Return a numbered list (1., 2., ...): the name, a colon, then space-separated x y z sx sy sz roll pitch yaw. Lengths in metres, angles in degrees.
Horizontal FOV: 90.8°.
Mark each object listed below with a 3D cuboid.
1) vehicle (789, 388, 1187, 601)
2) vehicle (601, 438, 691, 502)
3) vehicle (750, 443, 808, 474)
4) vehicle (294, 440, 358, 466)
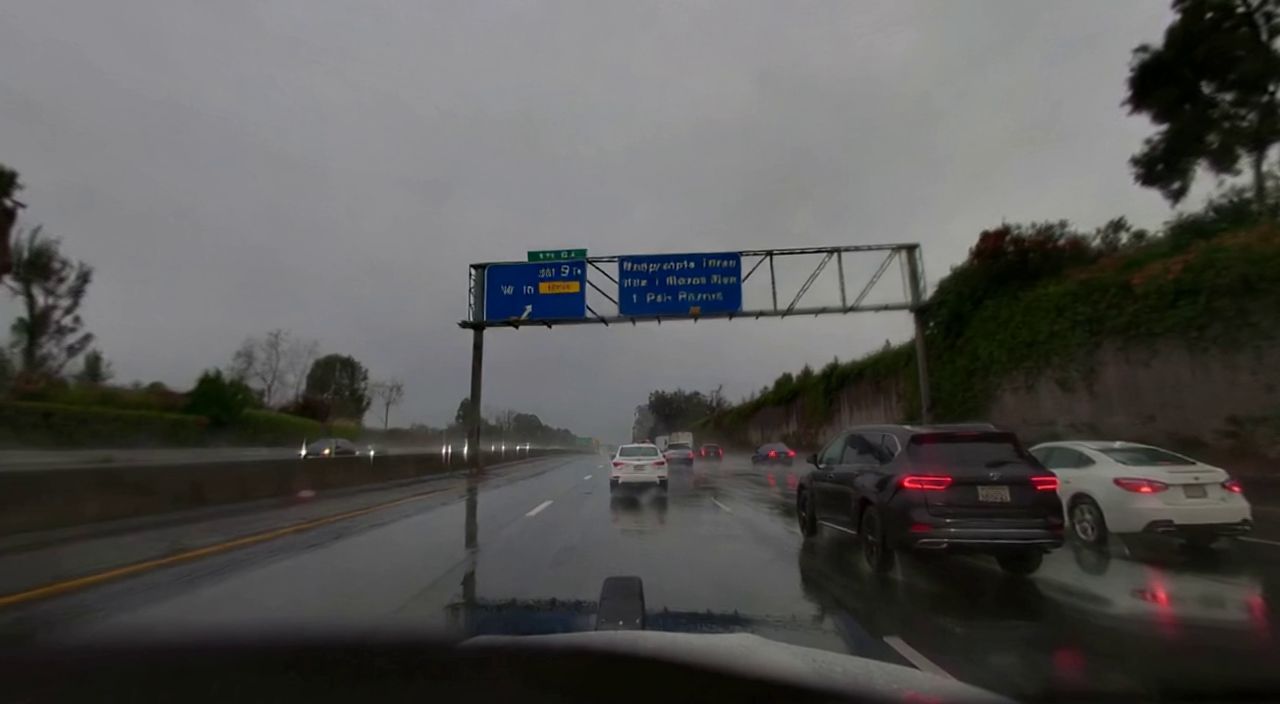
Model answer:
1. vehicle: 3.525 1.560 7.795 2.162 1.800 4.693 0 -9 -1
2. vehicle: 0.104 3.053 16.784 2.098 1.475 3.997 0 -9 -1
3. vehicle: 6.943 5.343 32.015 1.839 1.441 4.241 0 -9 -2
4. vehicle: -21.465 6.907 43.407 2.155 1.701 4.530 0 -9 -2
